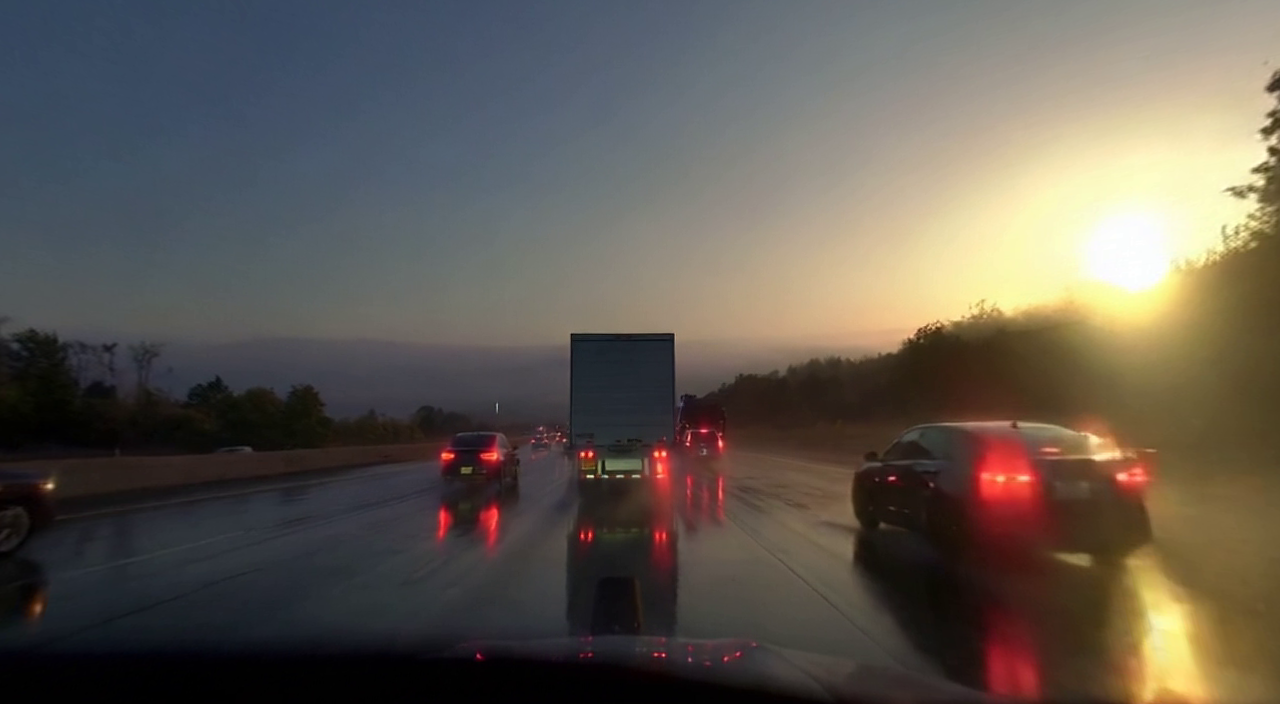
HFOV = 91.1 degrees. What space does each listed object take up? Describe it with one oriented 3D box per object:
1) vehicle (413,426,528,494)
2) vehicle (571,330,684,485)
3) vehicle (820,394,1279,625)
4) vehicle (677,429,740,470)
[{"bbox_3d":[-4.123,2.670,15.945,1.882,1.493,3.828,0,-8,-1],"label":"vehicle"},{"bbox_3d":[-0.505,2.086,21.430,2.938,4.033,9.980,0,-8,-2],"label":"vehicle"},{"bbox_3d":[3.458,1.333,6.353,1.945,1.529,4.129,0,-8,-2],"label":"vehicle"},{"bbox_3d":[2.708,3.968,25.831,1.976,1.513,4.065,0,-8,-2],"label":"vehicle"}]
